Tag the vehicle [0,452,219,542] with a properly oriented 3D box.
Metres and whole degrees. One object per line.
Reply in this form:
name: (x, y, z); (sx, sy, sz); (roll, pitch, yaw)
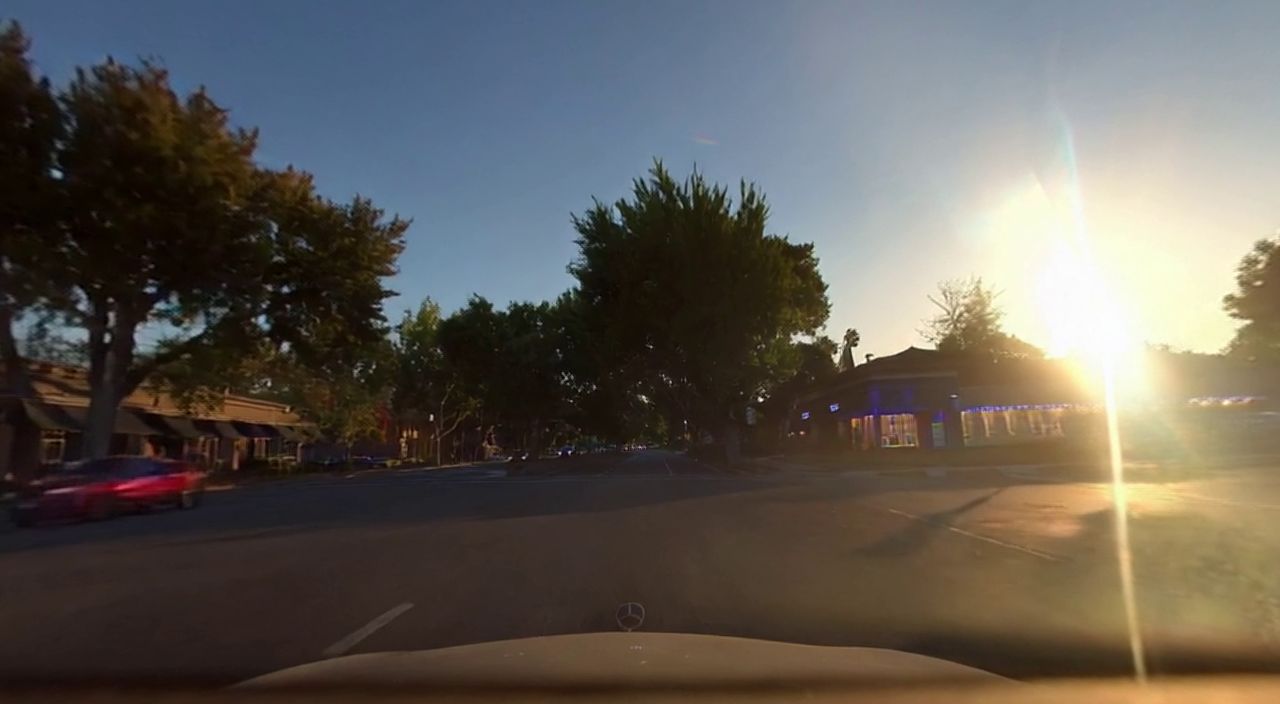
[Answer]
vehicle: (-11.725, 2.990, 13.628); (2.033, 1.497, 4.567); (-2, -8, 1)
